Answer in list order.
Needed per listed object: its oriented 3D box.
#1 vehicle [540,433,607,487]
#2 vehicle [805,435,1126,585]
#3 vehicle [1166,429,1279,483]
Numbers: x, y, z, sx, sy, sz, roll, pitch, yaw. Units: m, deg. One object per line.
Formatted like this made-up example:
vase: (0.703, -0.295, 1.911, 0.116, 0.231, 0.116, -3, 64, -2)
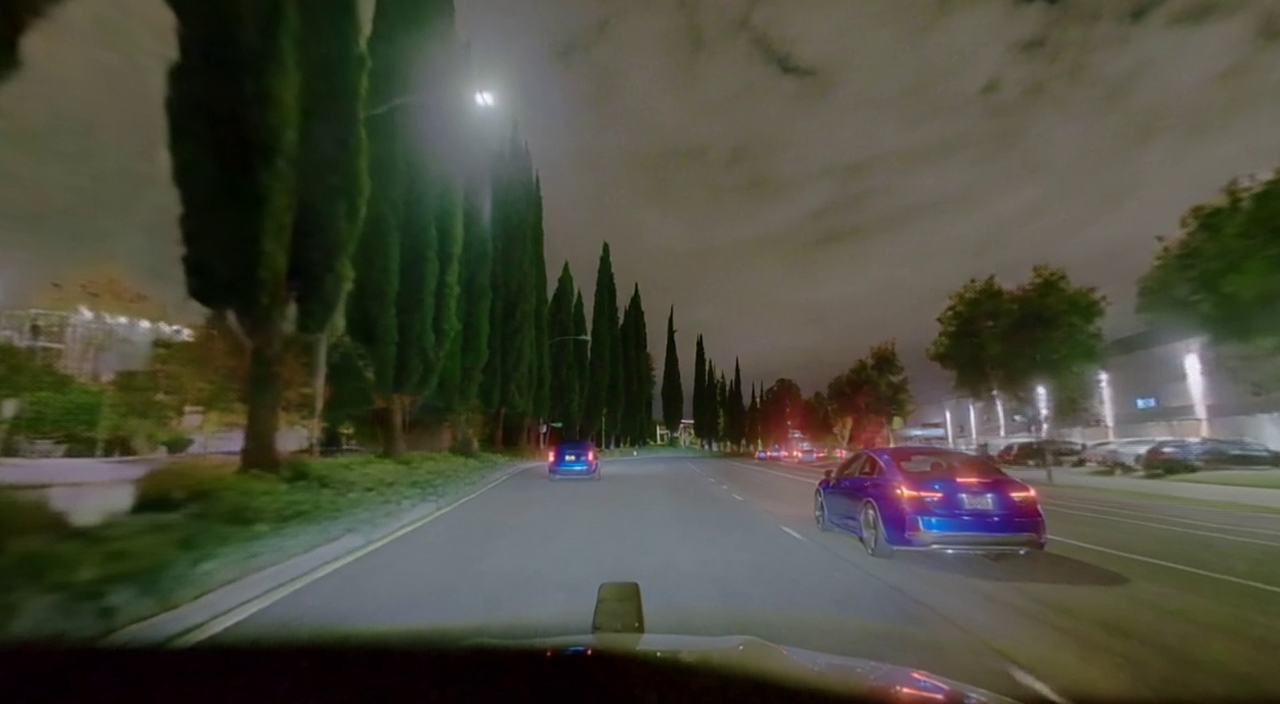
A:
vehicle: (-2.255, 3.748, 22.298, 2.085, 1.693, 4.301, 1, -8, -4)
vehicle: (3.719, 1.847, 8.331, 1.918, 1.418, 4.360, 0, -8, 0)
vehicle: (24.220, 4.125, 25.266, 5.069, 1.992, 2.205, 2, -9, -16)
